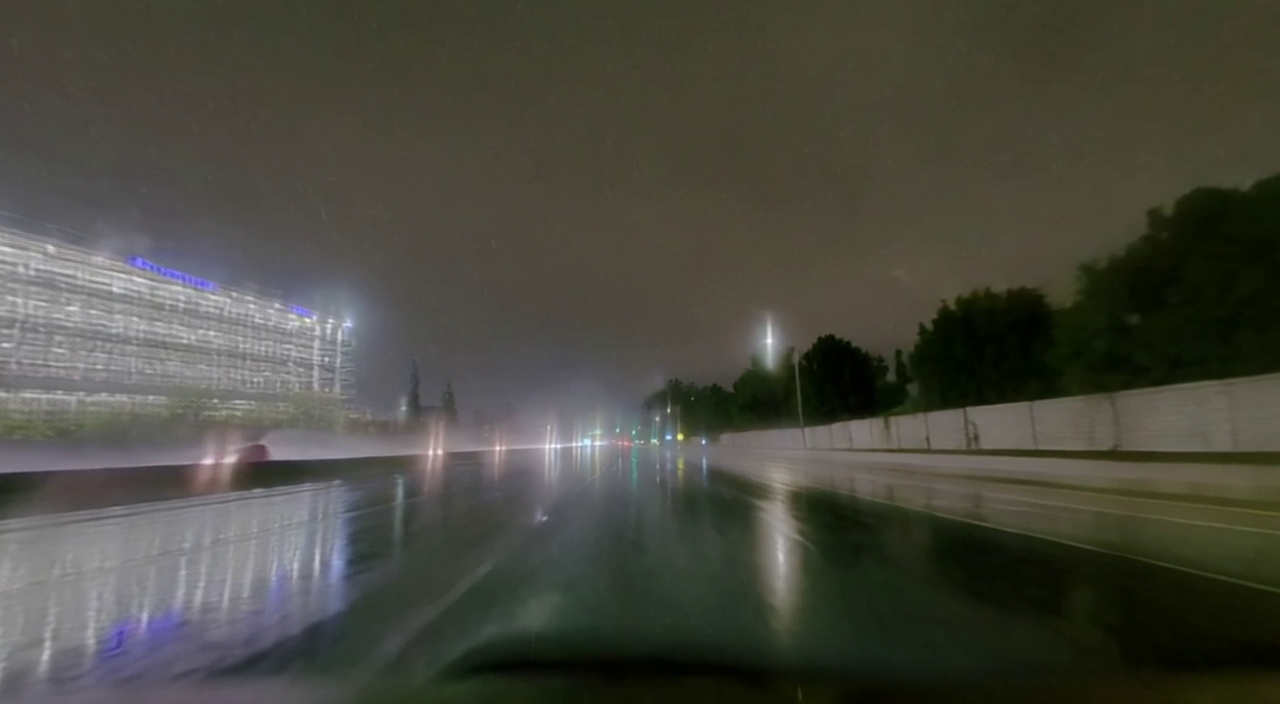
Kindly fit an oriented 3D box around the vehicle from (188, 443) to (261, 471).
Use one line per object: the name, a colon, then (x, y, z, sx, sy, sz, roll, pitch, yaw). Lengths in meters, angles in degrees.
vehicle: (-26.647, 6.758, 40.716, 1.881, 1.675, 4.137, 0, -9, 0)
